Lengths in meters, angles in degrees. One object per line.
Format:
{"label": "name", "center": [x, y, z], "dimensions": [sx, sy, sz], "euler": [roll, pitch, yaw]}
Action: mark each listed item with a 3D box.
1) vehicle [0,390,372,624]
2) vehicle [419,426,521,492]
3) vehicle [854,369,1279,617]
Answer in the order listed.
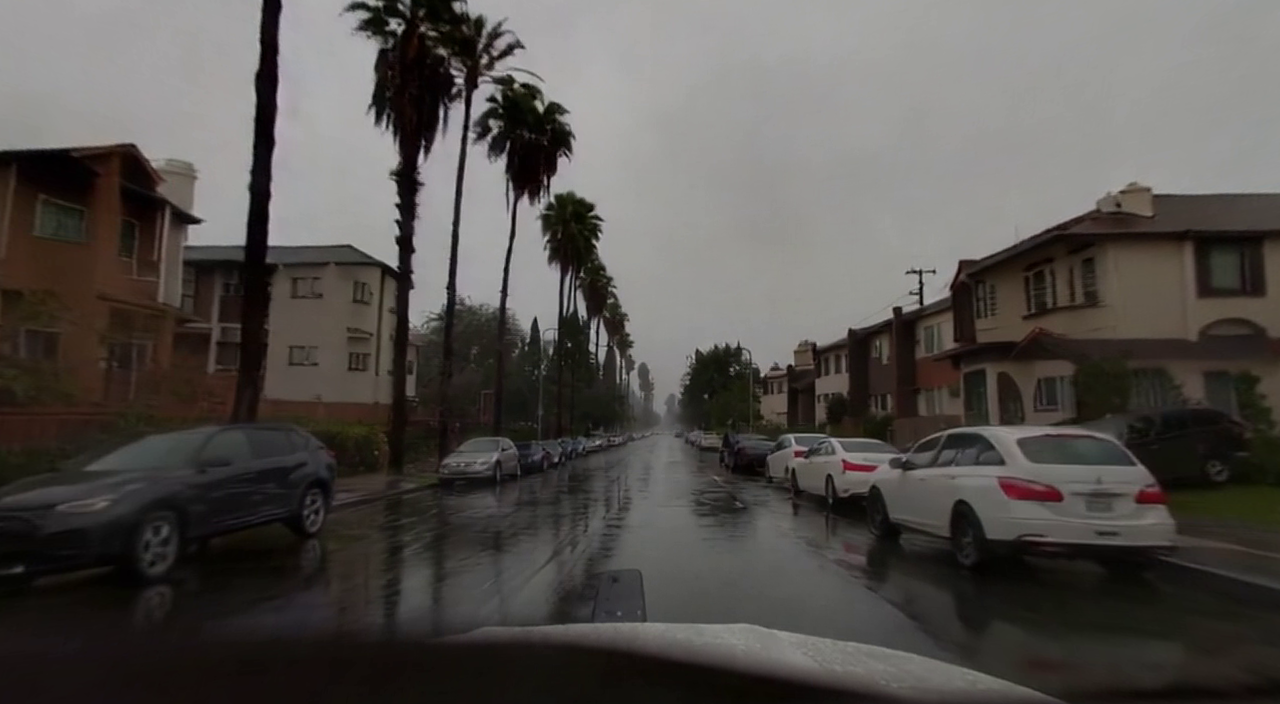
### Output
{"label": "vehicle", "center": [-5.476, 1.603, 7.620], "dimensions": [2.020, 1.819, 5.168], "euler": [-1, -9, 2]}
{"label": "vehicle", "center": [-5.174, 3.328, 19.902], "dimensions": [1.947, 1.803, 4.381], "euler": [-1, -8, 0]}
{"label": "vehicle", "center": [4.242, 1.452, 7.405], "dimensions": [1.964, 1.889, 4.708], "euler": [2, -8, 2]}
